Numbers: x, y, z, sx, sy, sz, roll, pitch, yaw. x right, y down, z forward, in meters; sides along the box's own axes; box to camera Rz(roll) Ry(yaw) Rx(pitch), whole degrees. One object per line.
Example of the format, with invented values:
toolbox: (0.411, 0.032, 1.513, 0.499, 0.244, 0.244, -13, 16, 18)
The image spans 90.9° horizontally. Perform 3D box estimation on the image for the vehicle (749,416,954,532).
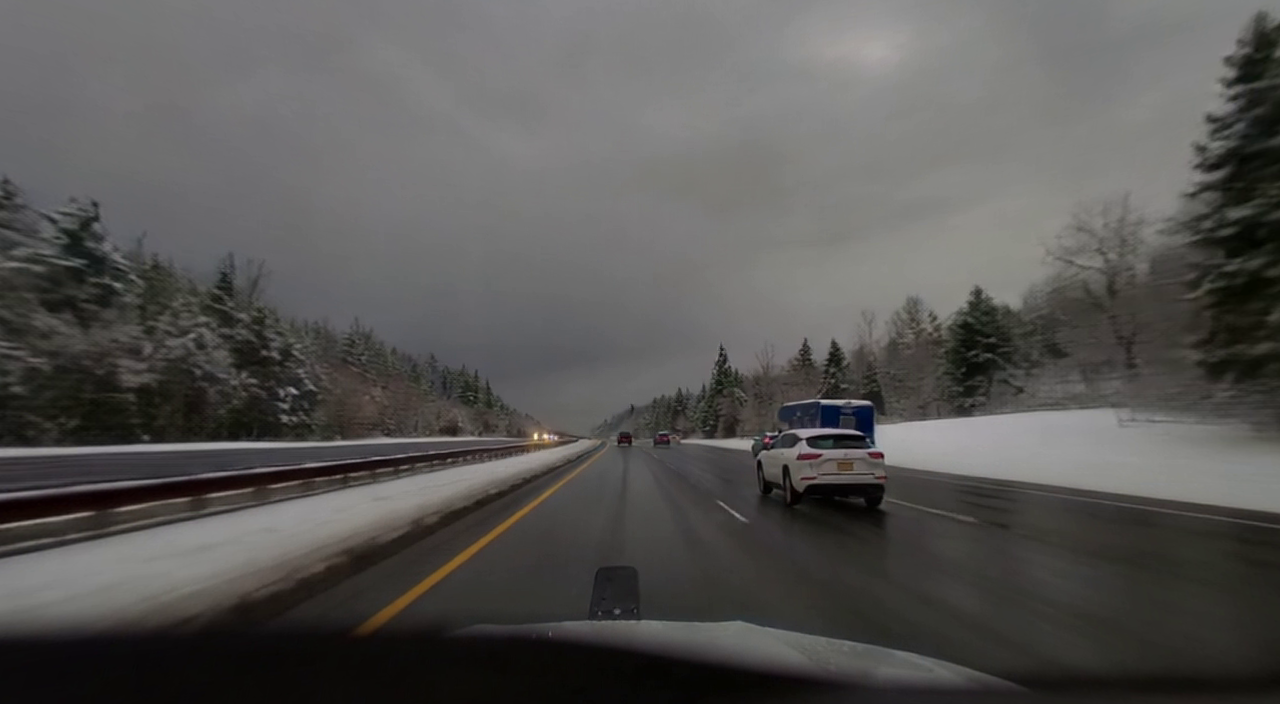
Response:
vehicle: (3.243, 1.939, 10.605, 2.002, 1.569, 3.845, 0, -8, -2)
